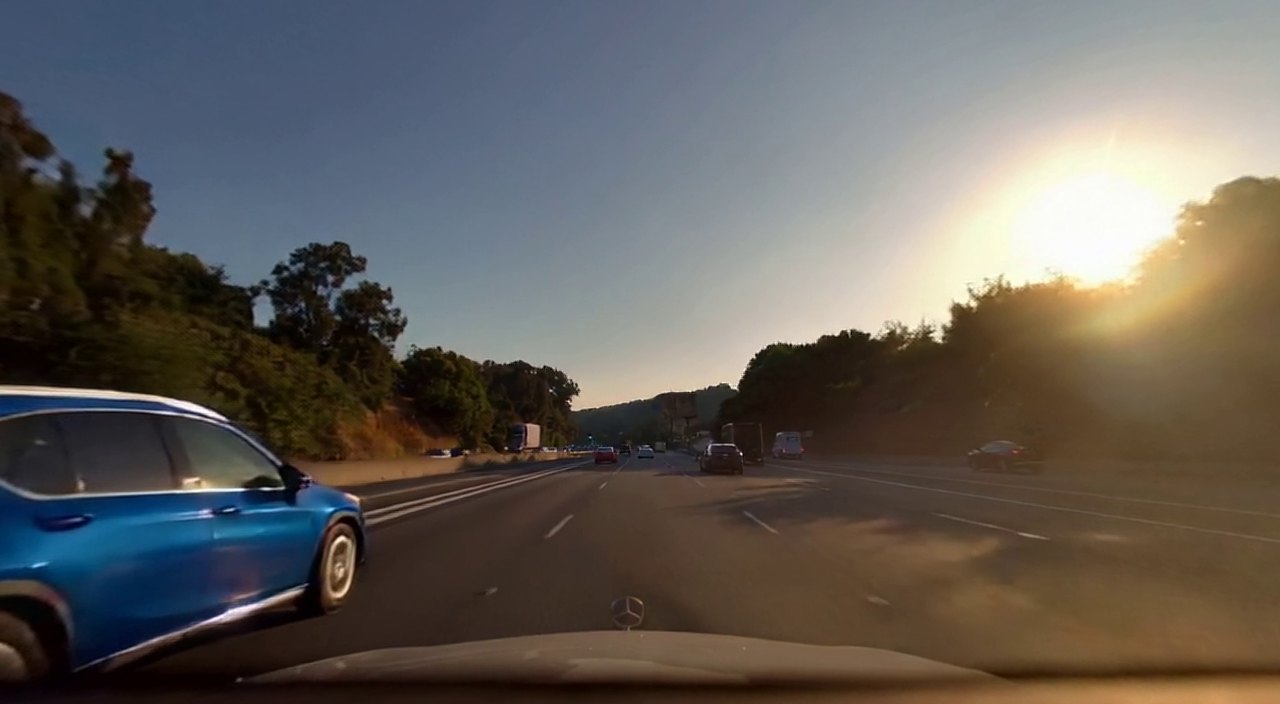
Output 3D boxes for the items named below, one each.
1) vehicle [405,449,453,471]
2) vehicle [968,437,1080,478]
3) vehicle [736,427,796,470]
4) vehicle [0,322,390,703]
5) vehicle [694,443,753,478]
[{"bbox_3d":[-15.648,8.022,47.064,1.962,1.475,4.521,0,-9,1],"label":"vehicle"},{"bbox_3d":[20.669,5.685,34.360,2.221,1.995,5.803,0,-9,-3],"label":"vehicle"},{"bbox_3d":[8.055,6.252,40.907,2.729,2.628,4.875,0,-9,-2],"label":"vehicle"},{"bbox_3d":[-3.438,0.899,3.083,2.218,1.764,5.229,0,-9,1],"label":"vehicle"},{"bbox_3d":[3.800,5.044,29.567,2.080,1.493,4.674,0,-9,-1],"label":"vehicle"}]
